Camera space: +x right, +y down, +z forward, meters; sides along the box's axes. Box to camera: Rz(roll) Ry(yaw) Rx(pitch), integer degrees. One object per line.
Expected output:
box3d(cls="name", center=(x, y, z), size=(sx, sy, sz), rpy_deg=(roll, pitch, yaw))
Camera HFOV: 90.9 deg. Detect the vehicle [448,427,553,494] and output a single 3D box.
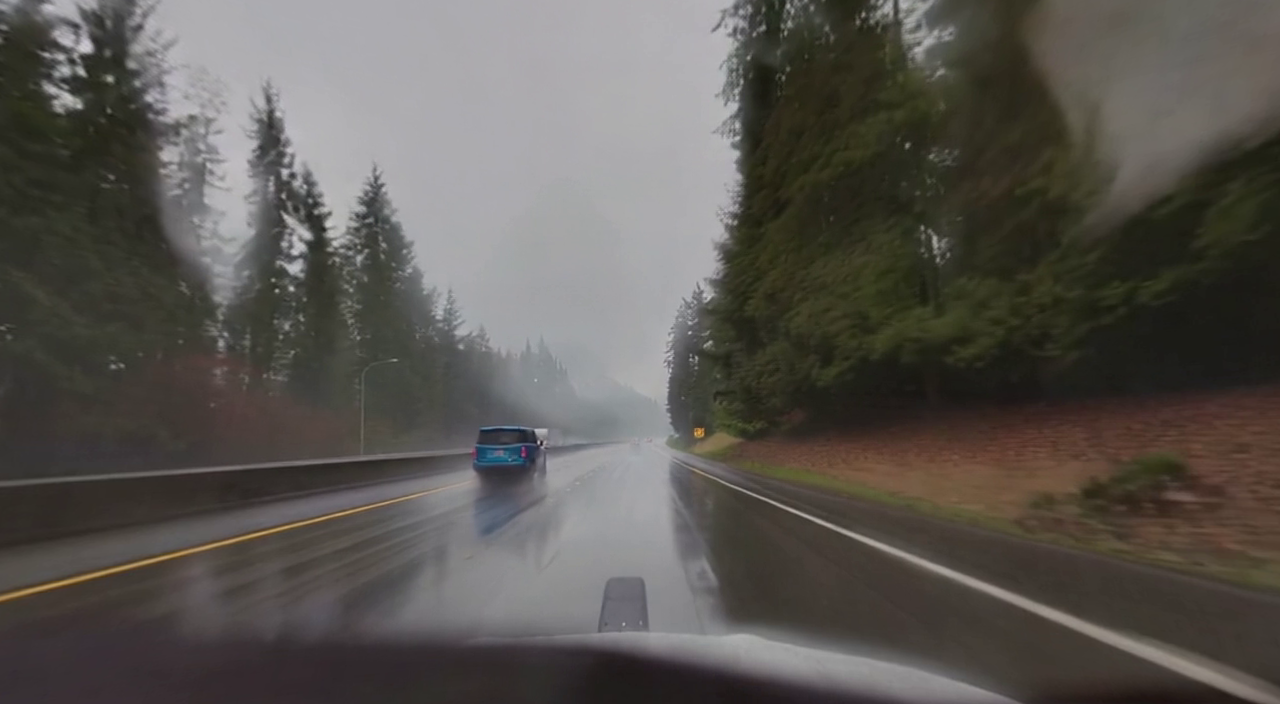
box3d(cls="vehicle", center=(-4.030, 3.201, 19.042), size=(2.084, 1.752, 4.479), rpy_deg=(0, -8, 1))
